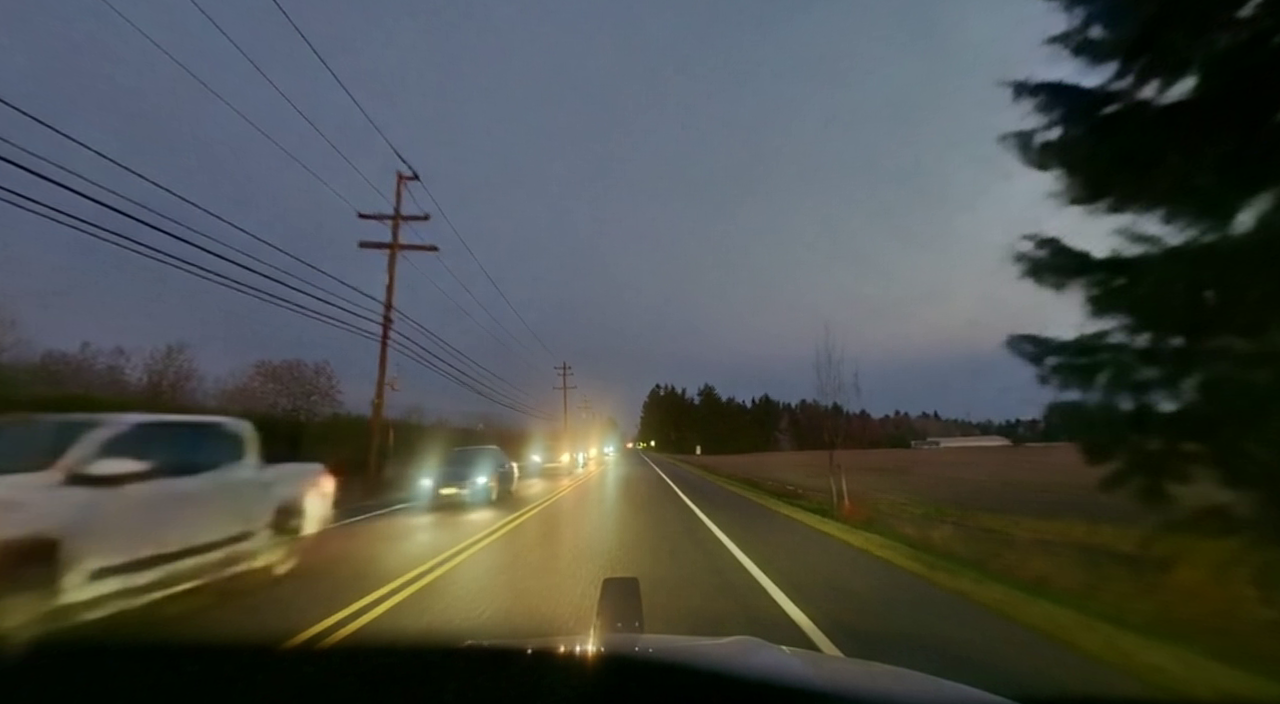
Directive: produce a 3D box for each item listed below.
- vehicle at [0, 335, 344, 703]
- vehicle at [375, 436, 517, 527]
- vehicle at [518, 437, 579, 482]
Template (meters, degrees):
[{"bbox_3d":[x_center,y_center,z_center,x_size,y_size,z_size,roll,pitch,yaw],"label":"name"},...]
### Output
[{"bbox_3d":[-4.958,1.290,5.492,2.366,2.144,5.347,-3,-8,-2],"label":"vehicle"},{"bbox_3d":[-4.300,2.875,14.815,2.070,1.665,4.554,-3,-8,-3],"label":"vehicle"},{"bbox_3d":[-4.307,5.089,30.423,2.261,1.901,4.549,-2,-8,-1],"label":"vehicle"}]
